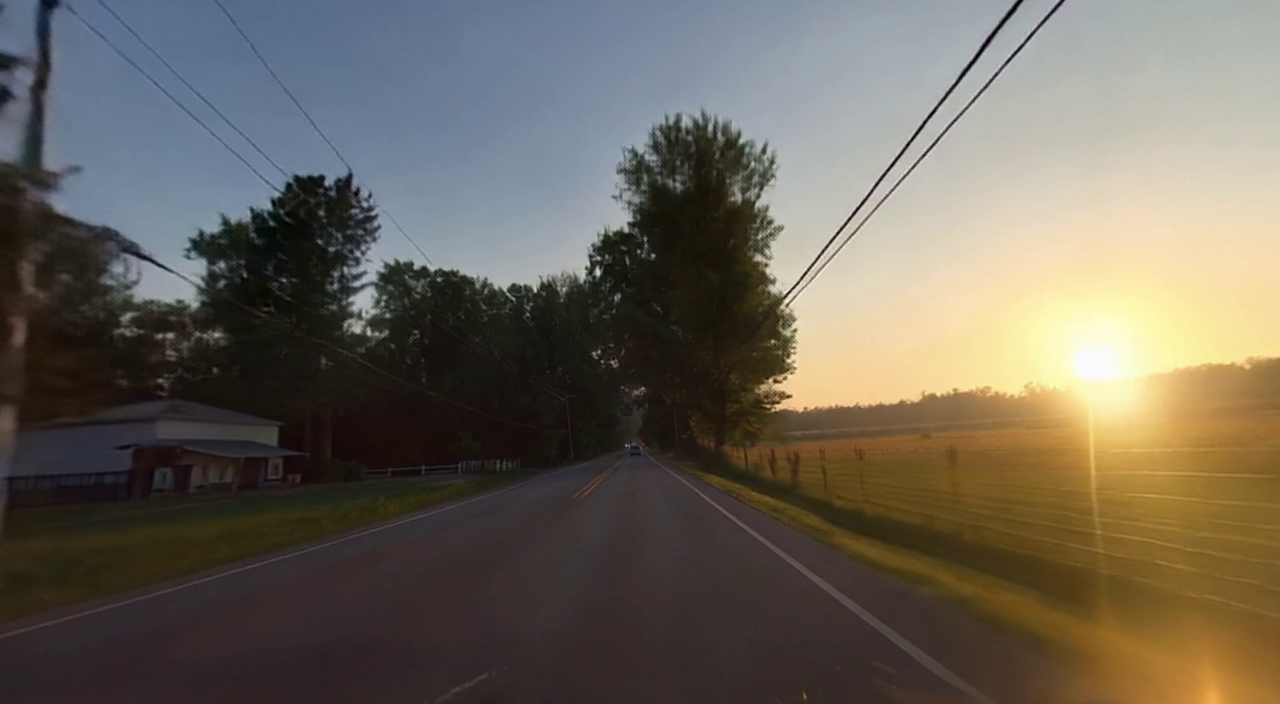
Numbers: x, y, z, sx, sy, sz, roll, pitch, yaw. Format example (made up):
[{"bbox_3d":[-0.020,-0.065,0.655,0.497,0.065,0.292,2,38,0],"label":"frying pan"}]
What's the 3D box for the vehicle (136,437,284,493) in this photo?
[{"bbox_3d":[-27.149,7.125,40.454,2.681,3.188,7.534,-3,-9,18],"label":"vehicle"}]
